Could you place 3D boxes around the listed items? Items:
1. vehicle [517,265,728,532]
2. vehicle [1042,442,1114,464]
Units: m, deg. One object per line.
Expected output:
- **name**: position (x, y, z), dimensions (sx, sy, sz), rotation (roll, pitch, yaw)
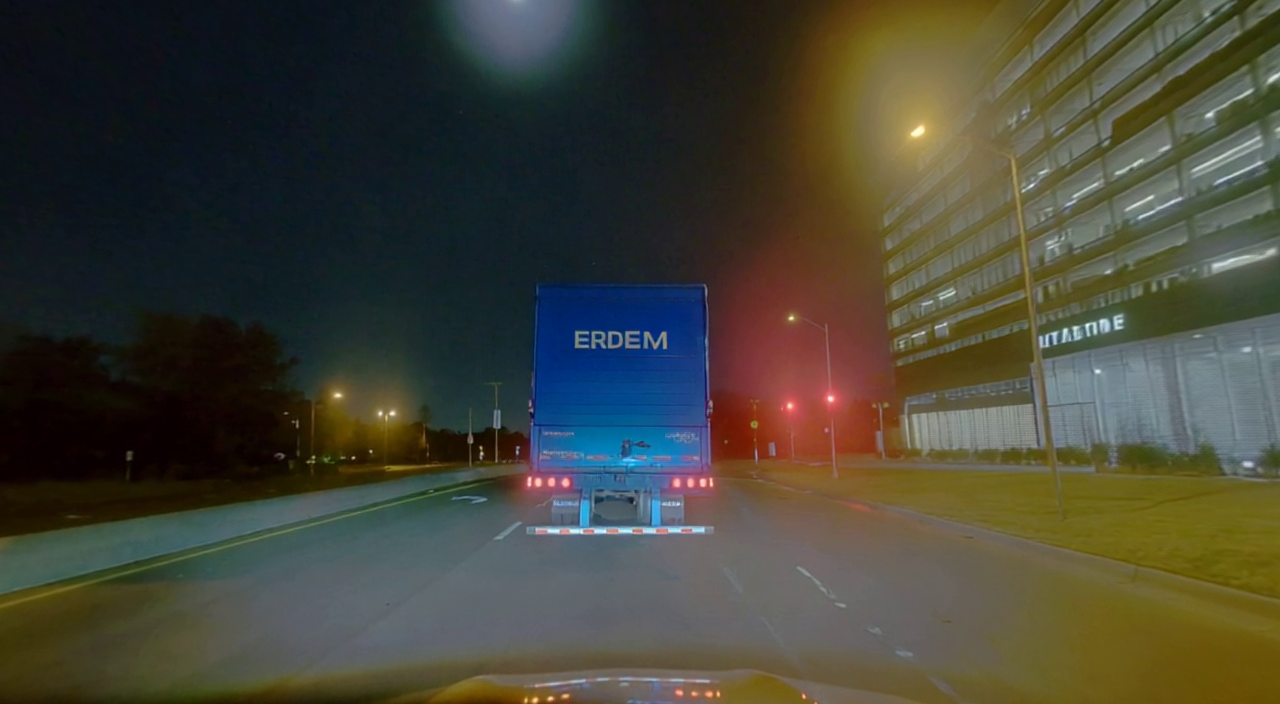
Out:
- **vehicle**: position (-0.199, 1.223, 13.438), dimensions (2.876, 3.724, 9.351), rotation (0, -8, 1)
- **vehicle**: position (31.386, 7.214, 45.149), dimensions (1.652, 1.423, 3.797), rotation (5, -9, -35)
